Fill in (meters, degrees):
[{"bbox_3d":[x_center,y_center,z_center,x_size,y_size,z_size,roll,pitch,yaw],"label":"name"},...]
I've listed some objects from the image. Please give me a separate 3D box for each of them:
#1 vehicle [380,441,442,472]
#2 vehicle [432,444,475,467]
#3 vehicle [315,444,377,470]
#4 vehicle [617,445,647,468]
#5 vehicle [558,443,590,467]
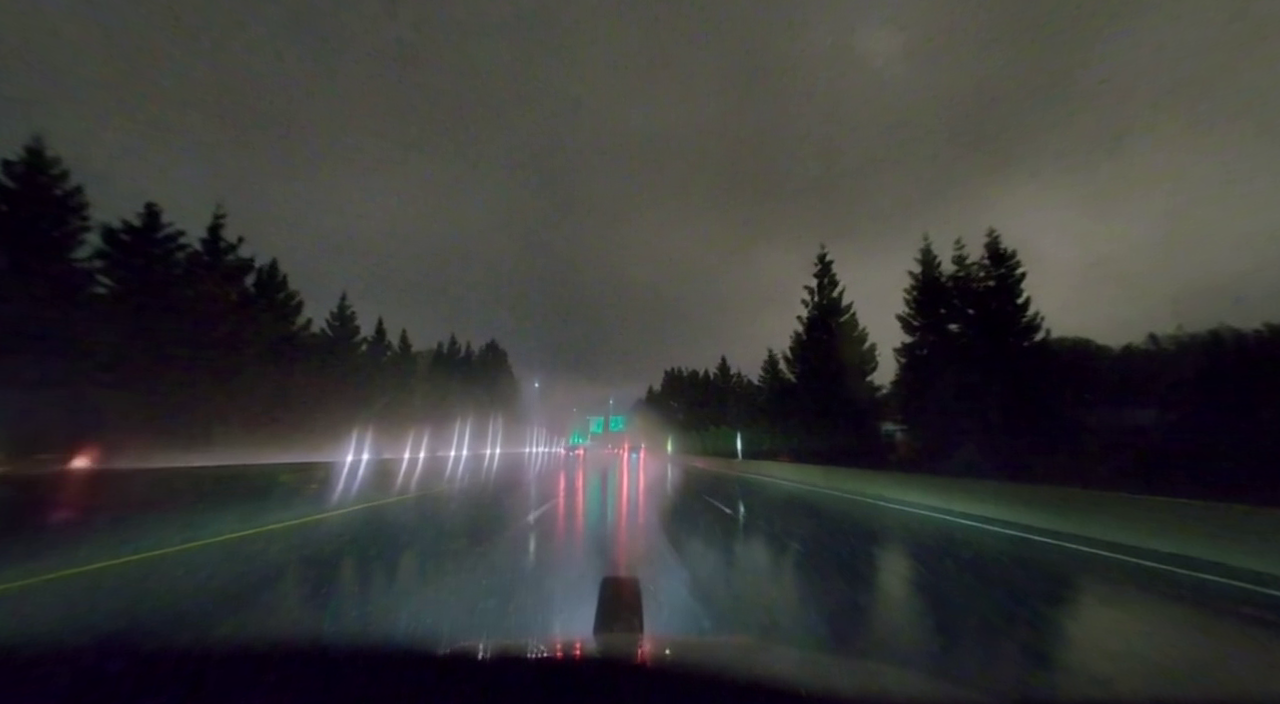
[{"bbox_3d":[-12.576,5.774,34.715,1.867,1.566,4.012,0,-9,0],"label":"vehicle"},{"bbox_3d":[-13.353,7.456,45.208,1.892,1.515,4.045,0,-9,-1],"label":"vehicle"},{"bbox_3d":[-18.380,6.582,39.411,1.822,1.497,4.474,0,-9,-2],"label":"vehicle"},{"bbox_3d":[-0.607,7.516,45.166,2.084,1.582,3.882,0,-9,-2],"label":"vehicle"},{"bbox_3d":[-4.903,7.762,47.127,2.098,1.692,4.038,0,-9,-2],"label":"vehicle"}]
